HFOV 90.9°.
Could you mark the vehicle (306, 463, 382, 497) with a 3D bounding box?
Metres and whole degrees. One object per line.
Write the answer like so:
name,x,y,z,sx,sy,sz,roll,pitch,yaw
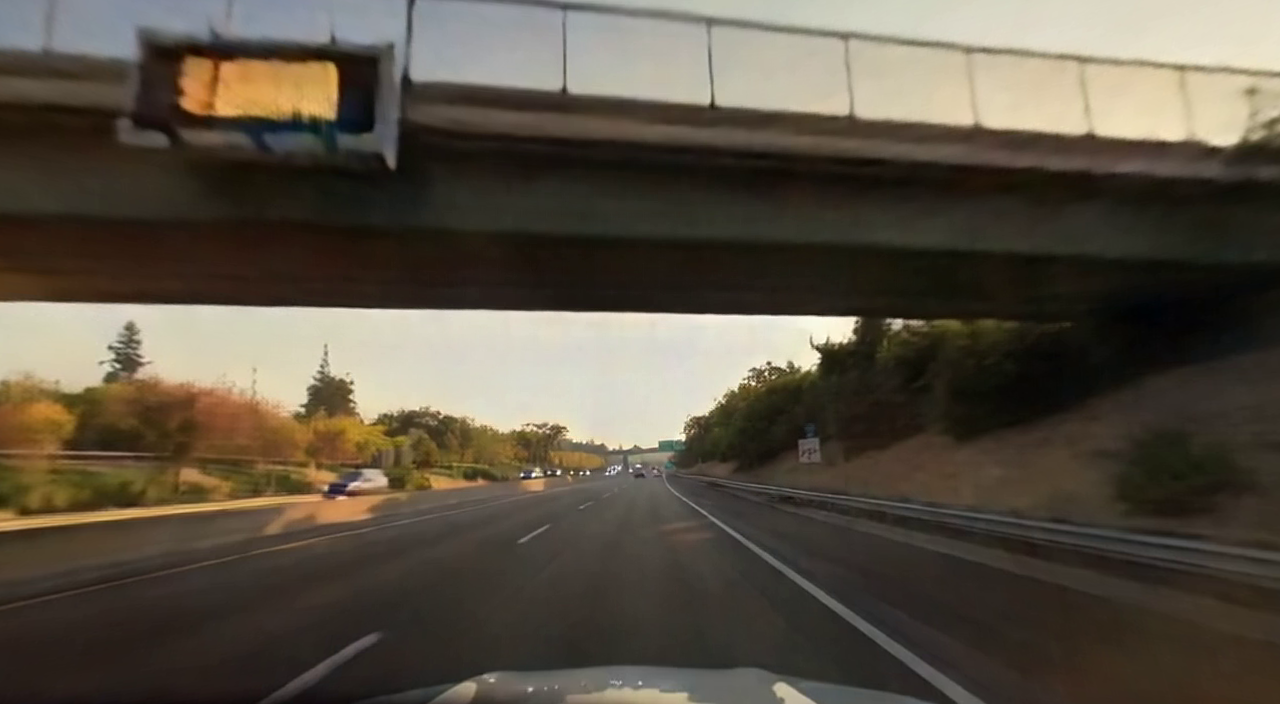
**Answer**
vehicle,-14.441,6.269,30.979,1.948,1.494,3.477,1,-11,1
